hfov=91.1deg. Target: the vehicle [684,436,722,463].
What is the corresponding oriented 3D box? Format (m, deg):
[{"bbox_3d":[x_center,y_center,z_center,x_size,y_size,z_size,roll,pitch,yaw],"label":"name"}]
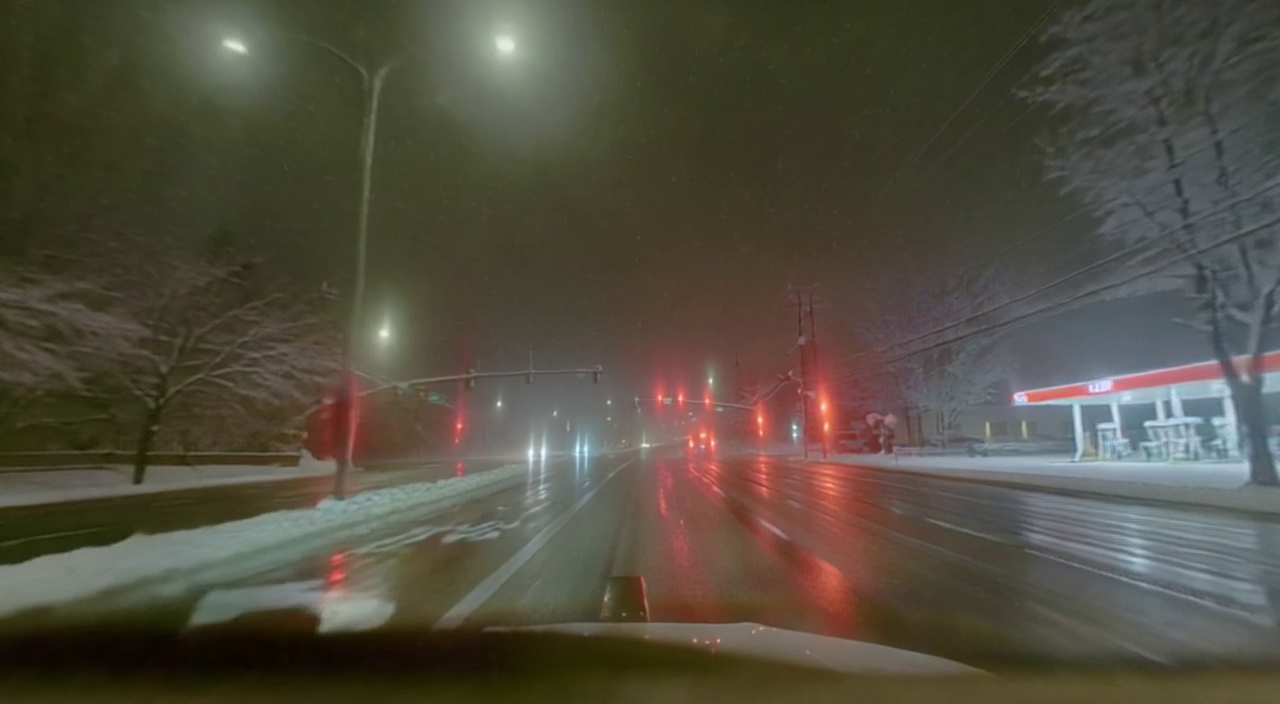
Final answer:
[{"bbox_3d":[4.193,6.593,42.624,2.090,1.717,4.063,0,-9,-1],"label":"vehicle"}]
